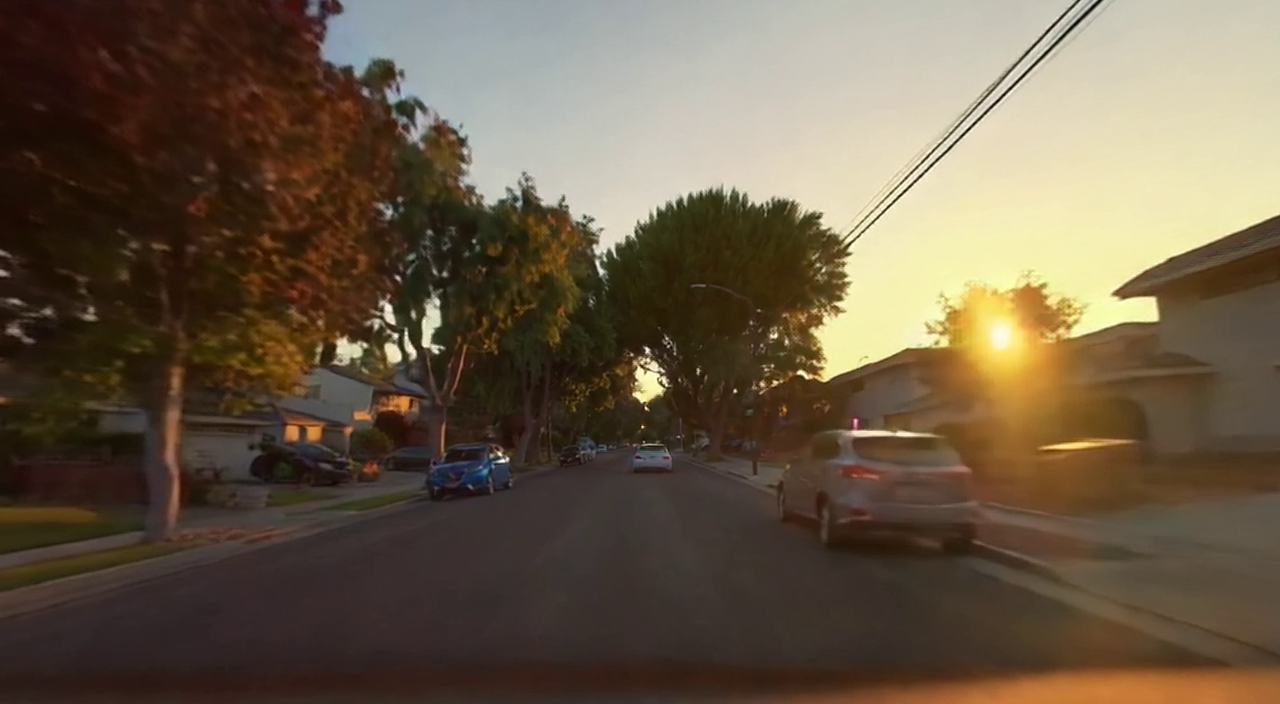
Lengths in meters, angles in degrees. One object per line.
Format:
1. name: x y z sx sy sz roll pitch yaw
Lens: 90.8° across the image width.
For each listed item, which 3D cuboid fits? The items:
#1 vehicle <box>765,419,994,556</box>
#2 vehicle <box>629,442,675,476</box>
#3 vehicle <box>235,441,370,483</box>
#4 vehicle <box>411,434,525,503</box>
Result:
1. vehicle: 3.419 2.016 10.109 1.978 1.690 4.306 0 -9 0
2. vehicle: 0.548 4.961 29.511 2.000 1.449 4.006 0 -9 0
3. vehicle: -12.934 4.210 24.381 4.129 1.523 1.839 0 -9 2
4. vehicle: -5.205 3.554 19.868 2.126 1.816 4.796 -3 -8 1
